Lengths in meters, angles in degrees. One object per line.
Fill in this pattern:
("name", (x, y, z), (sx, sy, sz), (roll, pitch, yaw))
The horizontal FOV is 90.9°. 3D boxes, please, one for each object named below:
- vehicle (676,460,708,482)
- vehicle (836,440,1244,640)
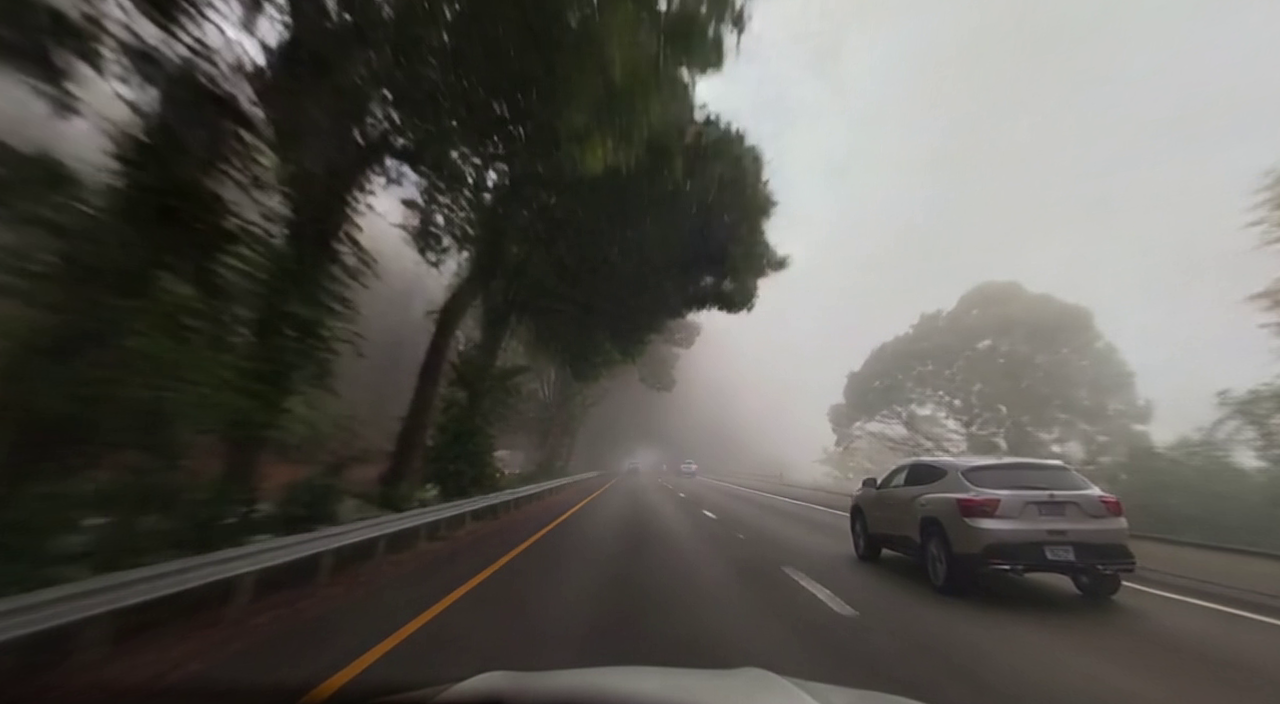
("vehicle", (3.943, 9.136, 48.329), (2.156, 1.569, 3.821), (1, -10, -1))
("vehicle", (3.703, 1.812, 6.889), (1.825, 1.494, 3.959), (1, -10, 0))
